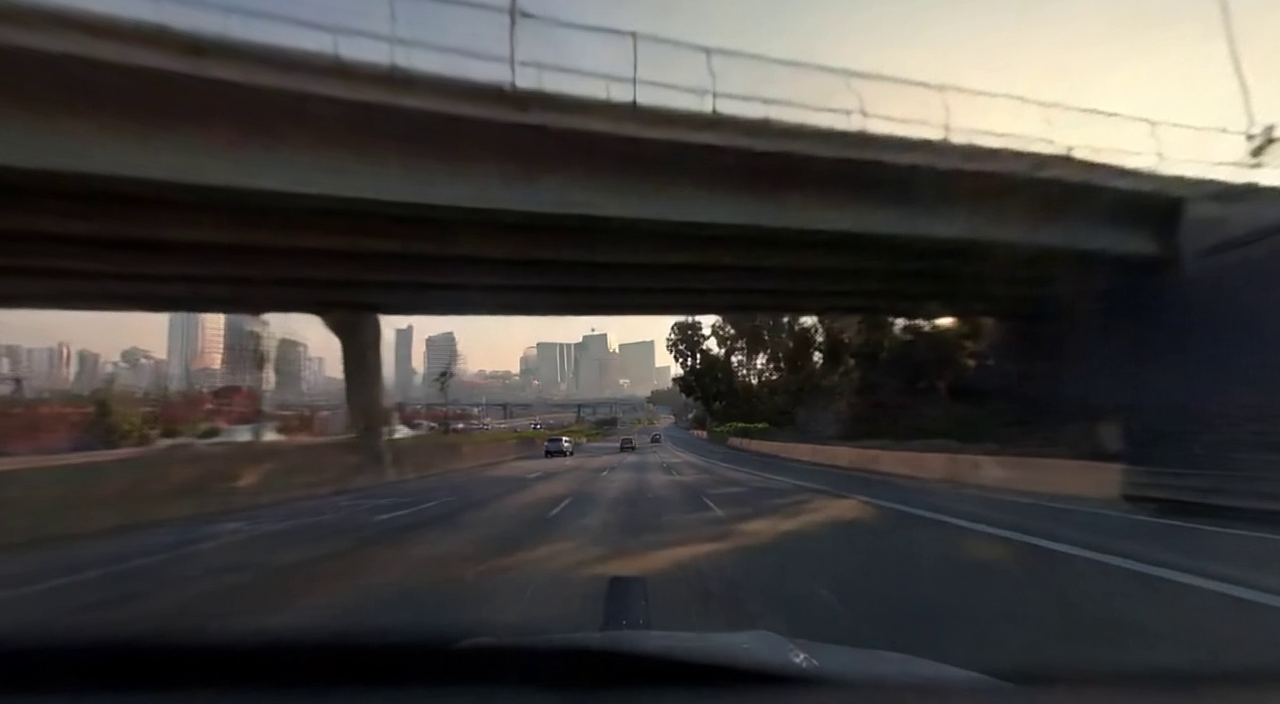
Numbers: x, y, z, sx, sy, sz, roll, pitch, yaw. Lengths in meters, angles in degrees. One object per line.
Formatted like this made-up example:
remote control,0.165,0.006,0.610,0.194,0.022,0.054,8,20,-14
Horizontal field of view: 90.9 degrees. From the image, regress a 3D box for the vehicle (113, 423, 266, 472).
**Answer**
vehicle,-15.318,3.298,21.813,1.924,1.471,4.419,-1,-8,2
